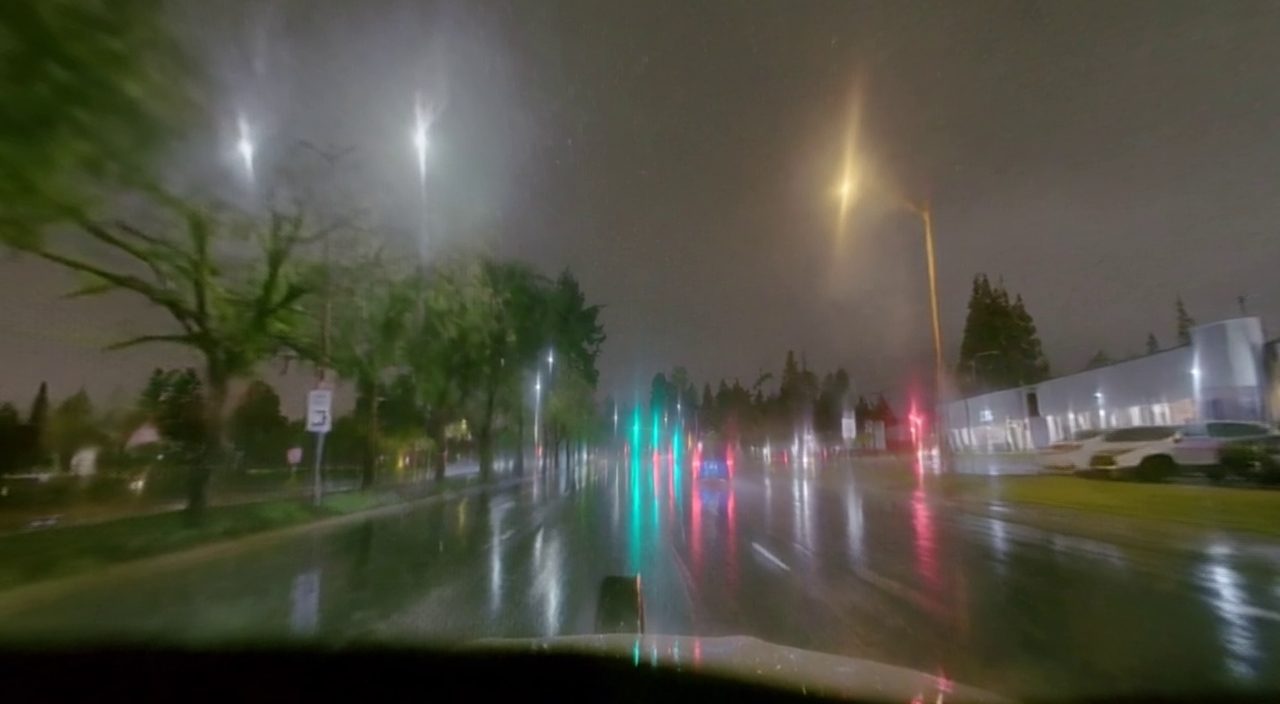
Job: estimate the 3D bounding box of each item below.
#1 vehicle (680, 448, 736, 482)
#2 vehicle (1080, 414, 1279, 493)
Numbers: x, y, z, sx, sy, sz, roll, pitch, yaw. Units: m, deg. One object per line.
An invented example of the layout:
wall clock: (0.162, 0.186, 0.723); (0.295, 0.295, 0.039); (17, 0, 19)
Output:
vehicle: (3.202, 5.446, 30.798); (2.033, 1.482, 4.571); (0, -9, -2)
vehicle: (14.924, 2.758, 17.359); (4.072, 1.768, 1.923); (-4, -8, 0)
